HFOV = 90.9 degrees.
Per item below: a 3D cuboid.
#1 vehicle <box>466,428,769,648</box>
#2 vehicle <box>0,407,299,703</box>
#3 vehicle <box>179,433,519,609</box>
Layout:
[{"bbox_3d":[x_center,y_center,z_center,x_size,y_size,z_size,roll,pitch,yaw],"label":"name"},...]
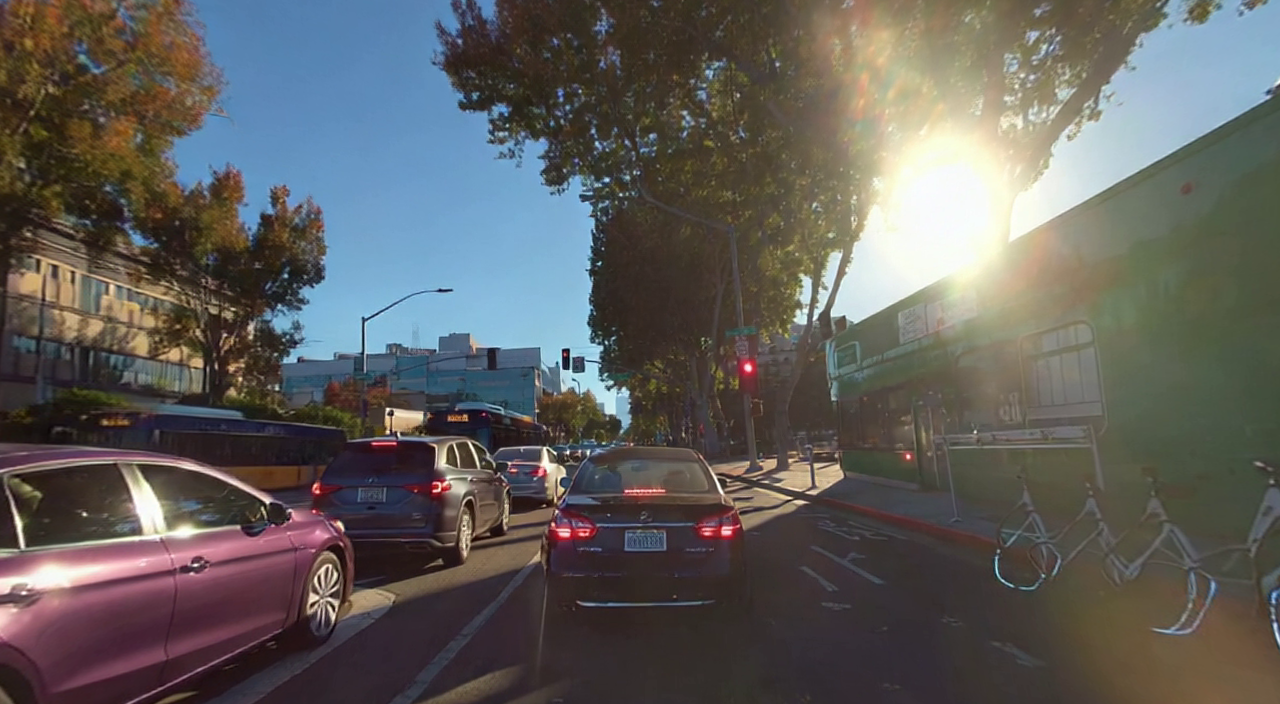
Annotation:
[{"bbox_3d":[-0.134,1.531,6.185,2.031,1.461,3.763,0,-8,1],"label":"vehicle"},{"bbox_3d":[-3.169,0.872,1.713,1.867,1.486,4.452,0,-8,2],"label":"vehicle"},{"bbox_3d":[-2.908,1.763,7.624,1.944,1.481,4.385,0,-8,1],"label":"vehicle"}]
